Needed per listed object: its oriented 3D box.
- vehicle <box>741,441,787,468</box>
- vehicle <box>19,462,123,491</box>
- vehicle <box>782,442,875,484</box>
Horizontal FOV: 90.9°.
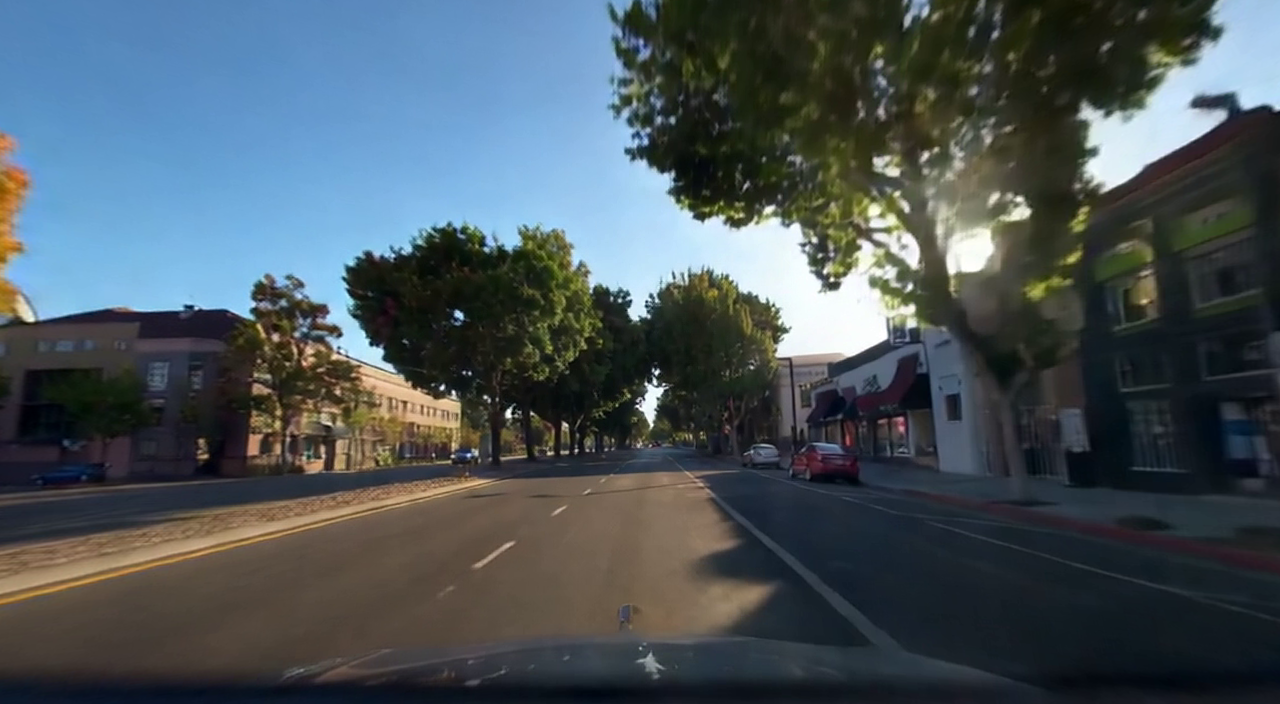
[{"bbox_3d":[7.394,6.157,38.070,1.923,1.498,4.676,1,-8,1],"label":"vehicle"},{"bbox_3d":[-35.085,7.659,38.944,4.405,1.458,1.990,-2,-9,-4],"label":"vehicle"},{"bbox_3d":[7.175,4.252,24.615,2.119,1.458,4.965,1,-8,0],"label":"vehicle"}]
